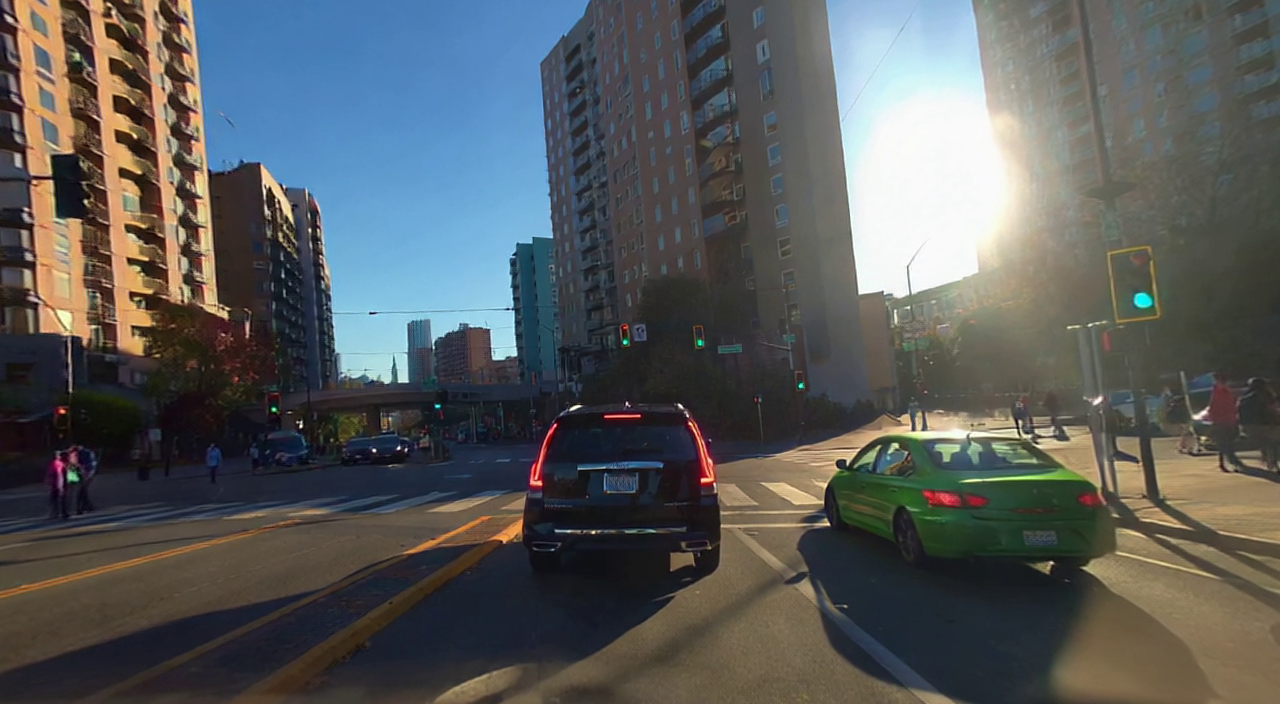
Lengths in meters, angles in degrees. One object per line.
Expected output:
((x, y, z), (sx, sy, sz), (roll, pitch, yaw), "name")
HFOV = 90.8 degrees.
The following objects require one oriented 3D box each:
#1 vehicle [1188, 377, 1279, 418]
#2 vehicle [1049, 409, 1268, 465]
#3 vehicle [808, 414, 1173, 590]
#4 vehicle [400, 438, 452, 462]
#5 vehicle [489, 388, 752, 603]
((26.562, 1.981, 27.164), (4.287, 1.639, 1.729), (0, -8, 1), "vehicle")
((14.267, 2.380, 17.609), (4.354, 1.466, 1.863), (0, -8, 2), "vehicle")
((3.695, 1.660, 7.889), (1.987, 1.538, 4.510), (0, -8, 0), "vehicle")
((-16.033, 7.352, 47.606), (2.132, 1.710, 4.504), (0, -8, 2), "vehicle")
((-0.150, 1.493, 7.371), (2.168, 1.776, 4.135), (0, -8, 0), "vehicle")
